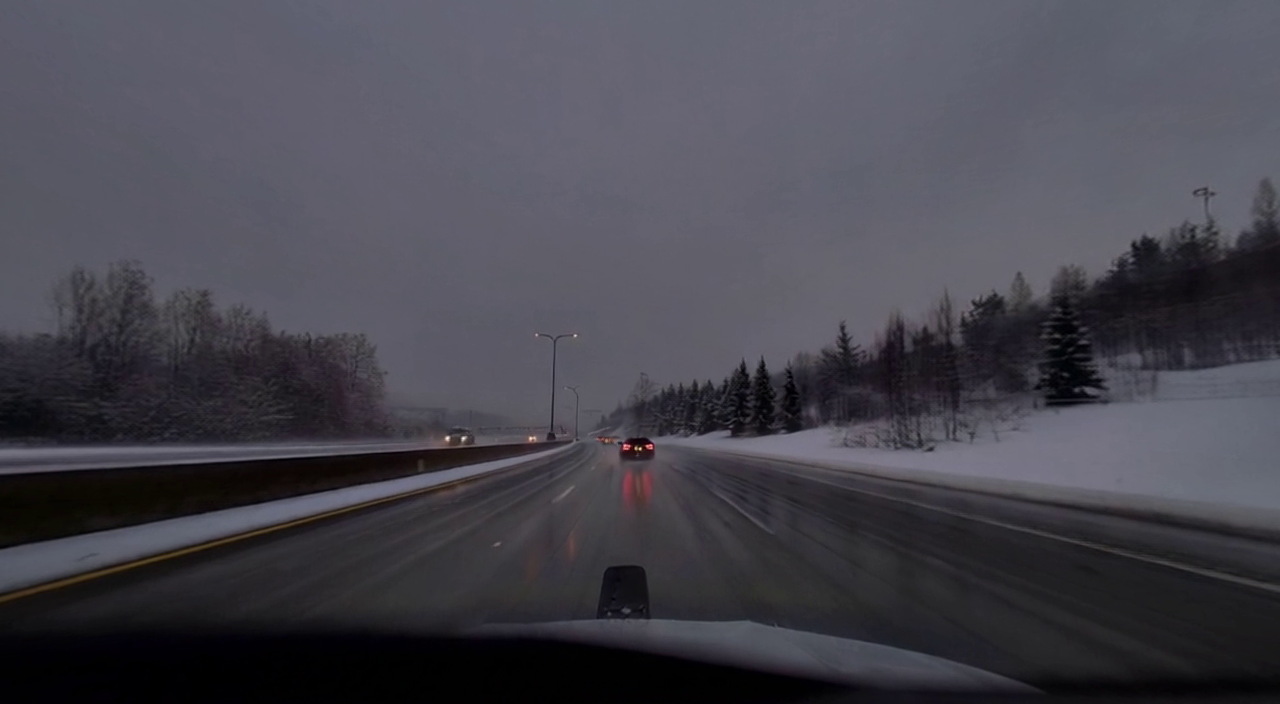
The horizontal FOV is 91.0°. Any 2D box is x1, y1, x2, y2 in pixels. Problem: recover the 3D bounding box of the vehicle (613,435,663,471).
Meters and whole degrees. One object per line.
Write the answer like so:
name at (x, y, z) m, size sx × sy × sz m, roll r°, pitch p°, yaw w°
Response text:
vehicle at (-0.080, 4.624, 29.102) m, size 2.130 × 1.512 × 4.057 m, roll 0°, pitch -8°, yaw 0°
